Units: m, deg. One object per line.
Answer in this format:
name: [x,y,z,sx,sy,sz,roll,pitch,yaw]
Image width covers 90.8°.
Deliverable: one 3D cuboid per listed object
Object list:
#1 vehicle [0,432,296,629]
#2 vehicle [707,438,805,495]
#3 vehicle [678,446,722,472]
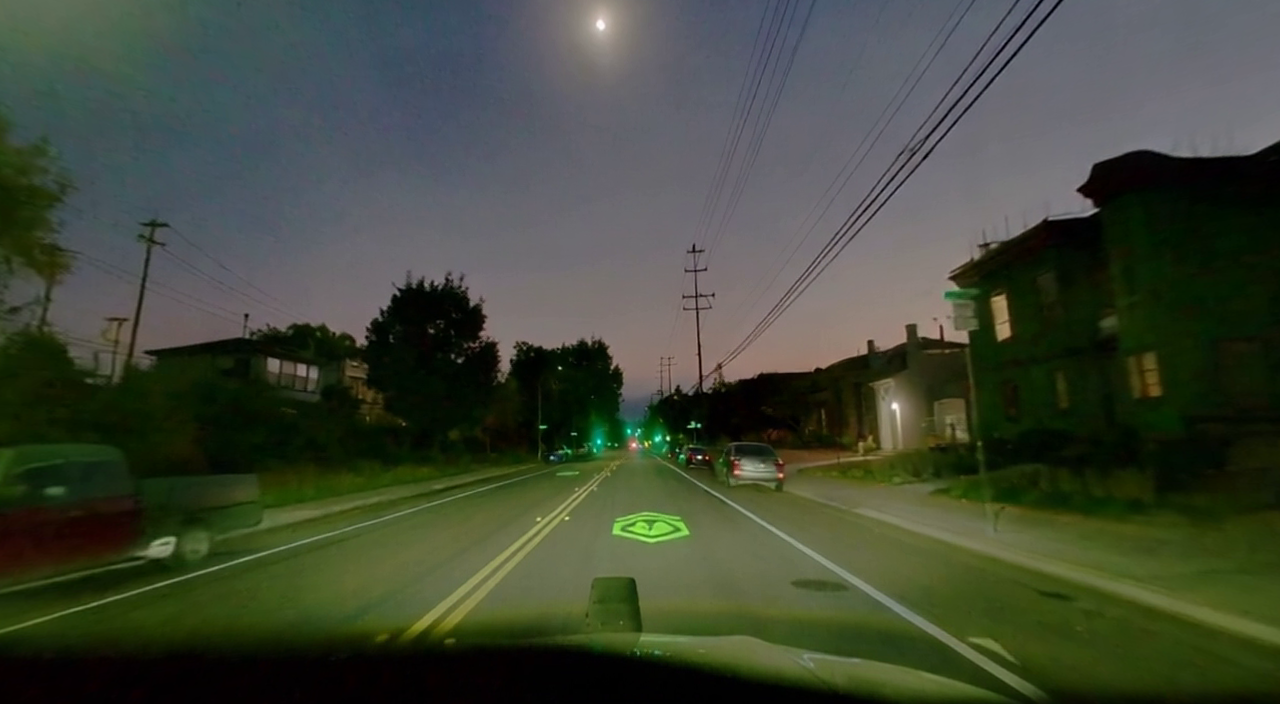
vehicle: [-6.628,1.791,7.132,2.195,1.684,5.802,-1,-8,1]
vehicle: [3.451,3.514,19.864,2.024,1.554,4.867,0,-8,-2]
vehicle: [3.348,6.054,36.093,1.967,1.382,4.361,0,-8,-1]
